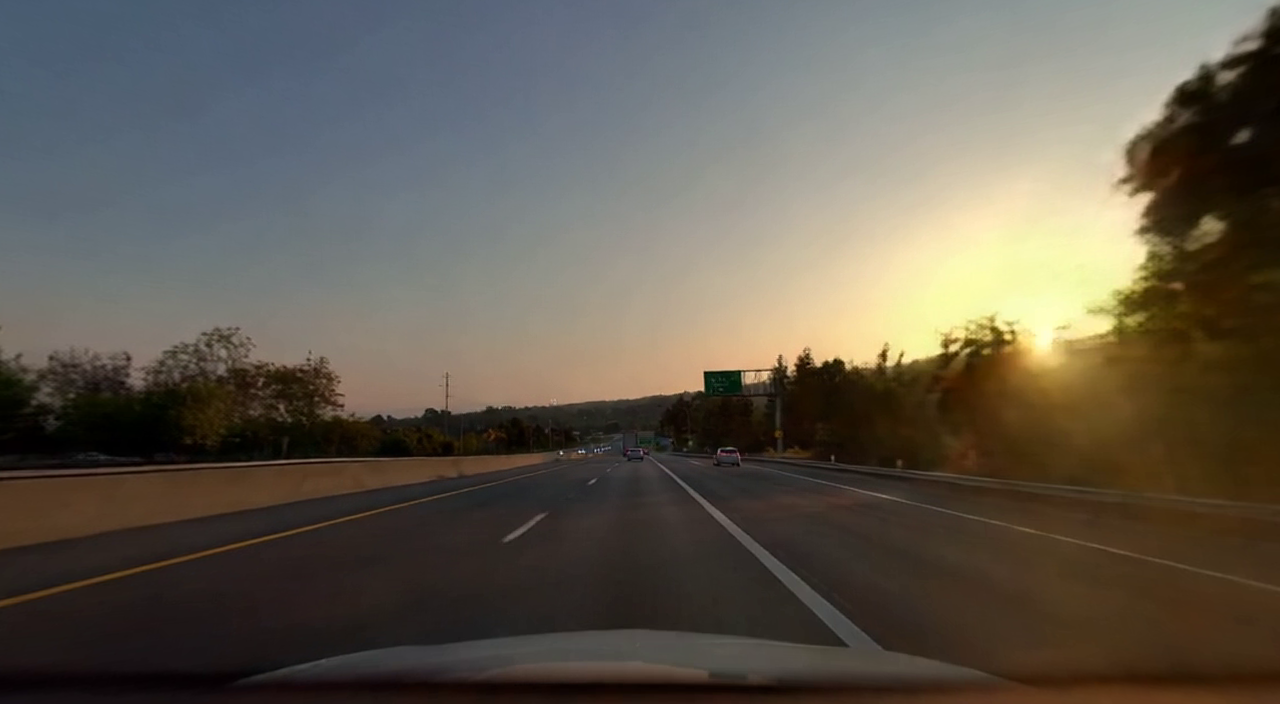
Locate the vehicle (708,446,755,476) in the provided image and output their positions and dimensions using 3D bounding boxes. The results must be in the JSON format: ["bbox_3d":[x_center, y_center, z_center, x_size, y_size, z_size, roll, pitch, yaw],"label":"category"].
[{"bbox_3d":[5.233,6.314,36.588,2.085,1.594,4.848,0,-9,1],"label":"vehicle"}]
